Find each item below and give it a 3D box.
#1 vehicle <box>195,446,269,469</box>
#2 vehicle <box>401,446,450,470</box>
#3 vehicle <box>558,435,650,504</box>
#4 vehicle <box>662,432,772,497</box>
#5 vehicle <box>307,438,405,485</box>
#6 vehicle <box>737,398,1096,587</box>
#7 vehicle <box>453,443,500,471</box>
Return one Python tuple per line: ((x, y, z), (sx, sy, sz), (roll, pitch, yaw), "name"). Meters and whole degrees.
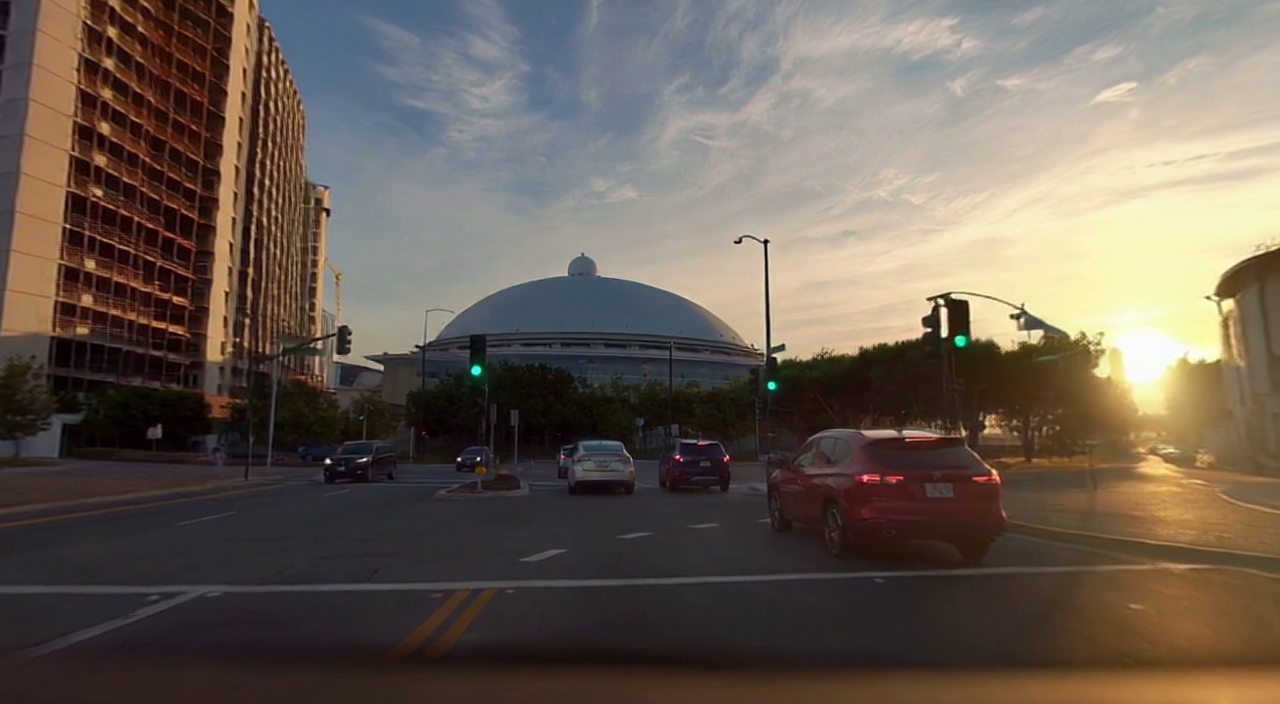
((-27.447, 7.060, 42.406), (4.653, 1.459, 2.228), (-4, -10, 30), "vehicle")
((-14.223, 7.036, 42.042), (2.013, 1.466, 4.430), (0, -9, -5), "vehicle")
((-1.100, 3.124, 17.166), (2.132, 1.632, 3.889), (1, -9, -9), "vehicle")
((2.173, 3.356, 19.188), (2.103, 1.710, 4.396), (1, -9, -10), "vehicle")
((-11.414, 4.409, 25.742), (2.303, 1.692, 4.571), (1, -9, -6), "vehicle")
((3.060, 1.706, 8.544), (2.320, 1.772, 4.872), (0, -9, -5), "vehicle")
((-10.104, 6.518, 39.305), (2.092, 1.629, 4.133), (0, -9, -5), "vehicle")
